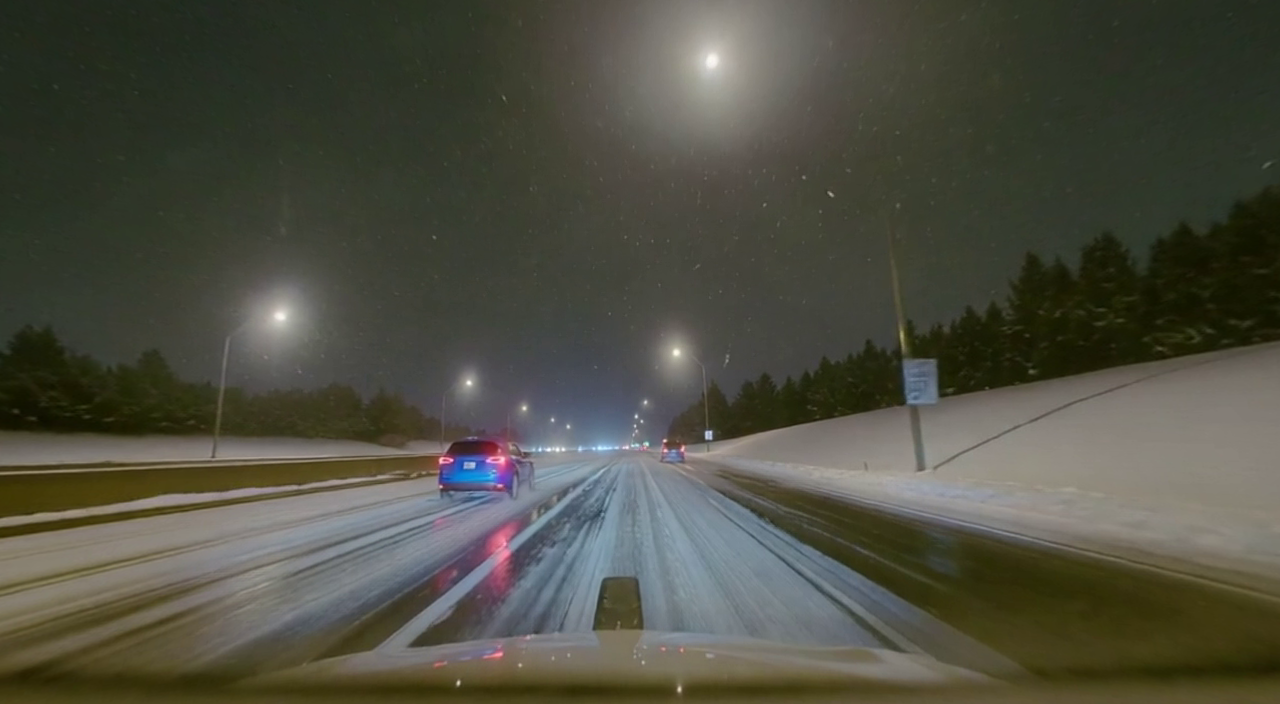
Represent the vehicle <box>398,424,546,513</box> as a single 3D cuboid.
[{"bbox_3d":[-3.821,2.770,15.517,2.205,1.773,5.124,0,-9,0],"label":"vehicle"}]
